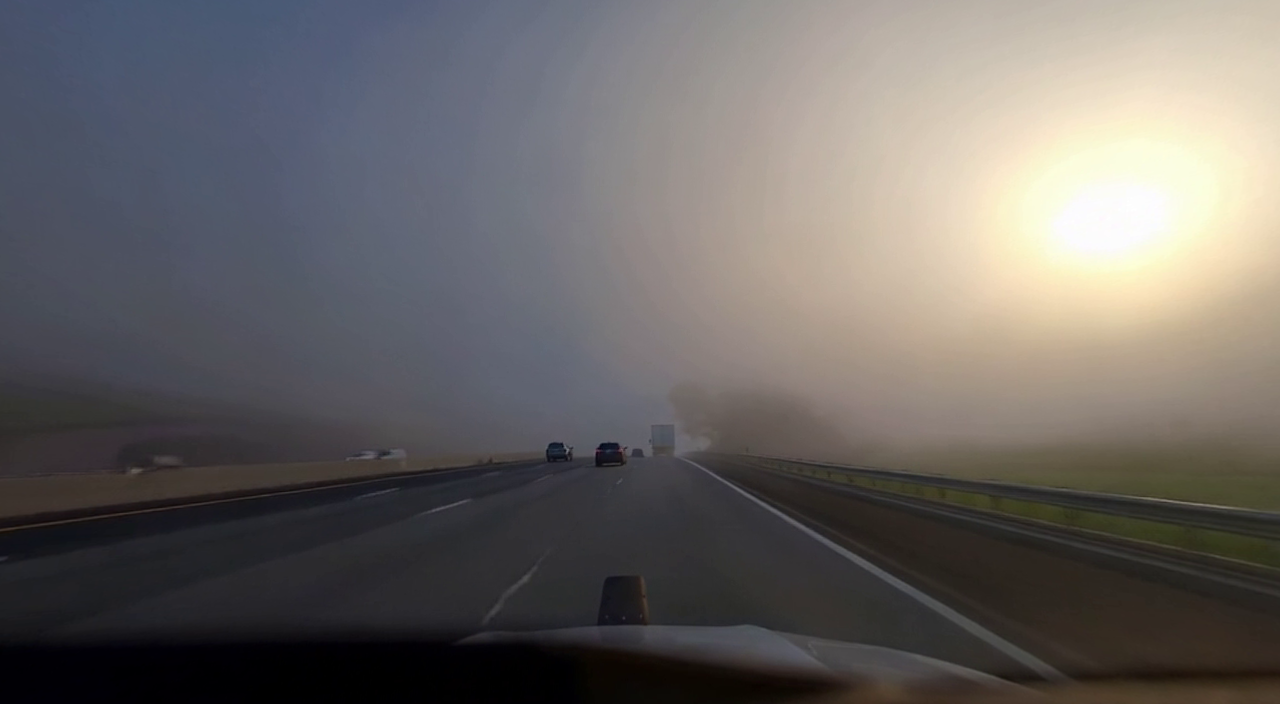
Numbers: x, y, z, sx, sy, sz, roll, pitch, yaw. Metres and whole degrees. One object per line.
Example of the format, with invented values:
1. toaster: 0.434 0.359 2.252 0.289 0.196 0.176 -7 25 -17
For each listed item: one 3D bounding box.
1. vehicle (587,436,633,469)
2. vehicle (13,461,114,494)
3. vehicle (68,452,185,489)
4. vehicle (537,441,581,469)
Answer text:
1. vehicle: -1.663 5.873 36.957 2.283 1.802 4.810 0 -9 3
2. vehicle: -30.838 6.672 33.888 1.740 1.553 3.840 0 -8 0
3. vehicle: -27.185 6.271 33.661 2.068 1.767 4.794 0 -8 2
4. vehicle: -5.162 6.625 40.803 2.062 1.691 4.278 0 -8 2
